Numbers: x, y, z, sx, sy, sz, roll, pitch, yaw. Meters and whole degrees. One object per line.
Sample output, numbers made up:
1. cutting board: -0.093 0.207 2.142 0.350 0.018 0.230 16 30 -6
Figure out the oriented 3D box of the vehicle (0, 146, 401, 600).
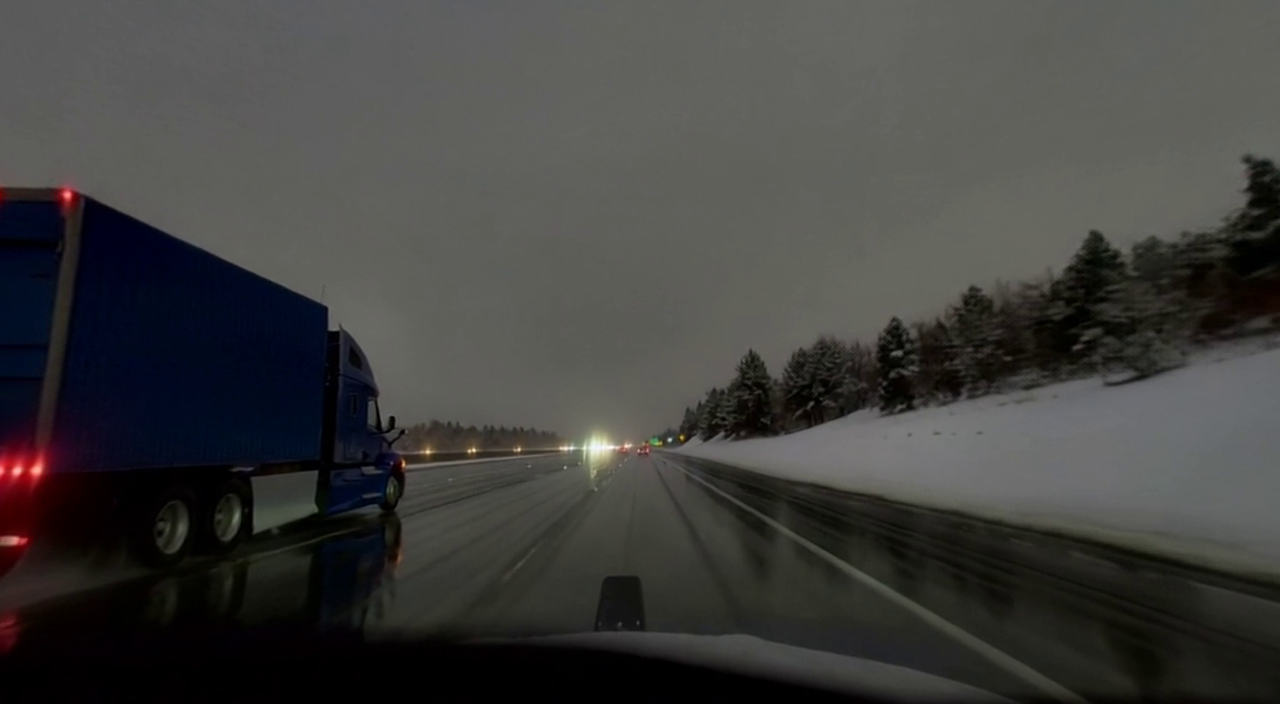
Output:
1. vehicle: -6.982 0.781 9.557 2.996 3.947 8.600 0 -9 2
